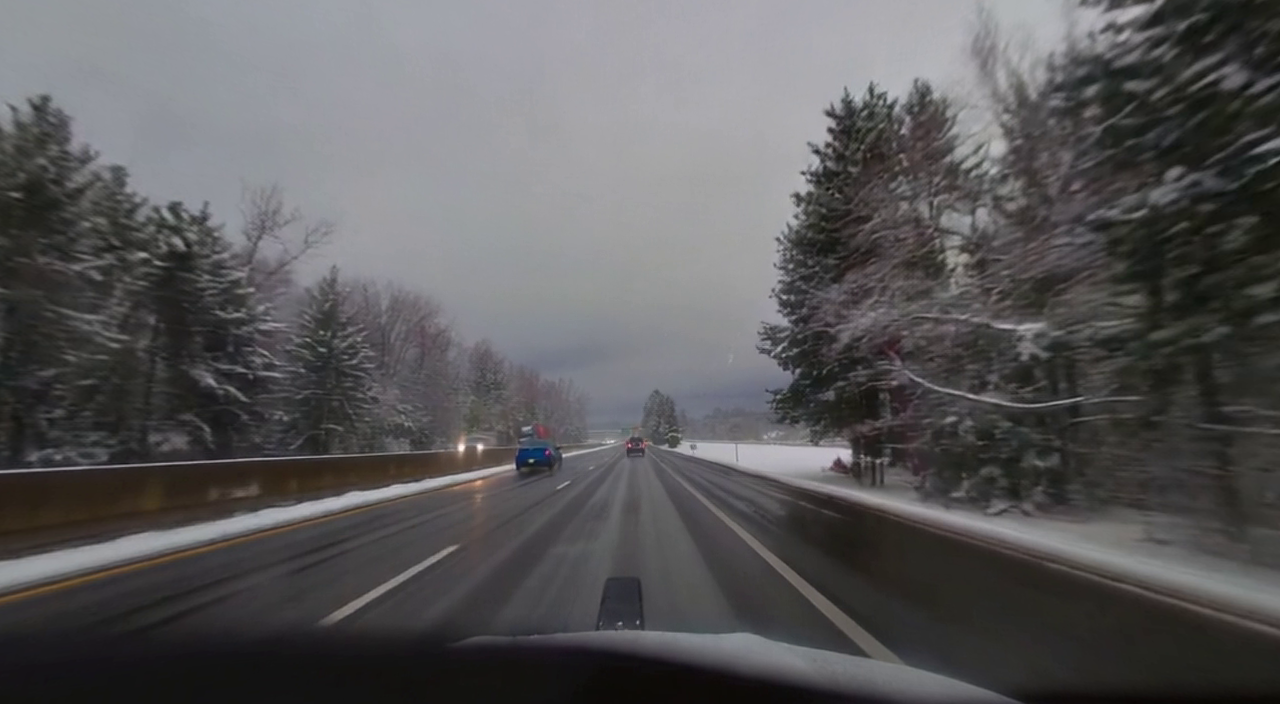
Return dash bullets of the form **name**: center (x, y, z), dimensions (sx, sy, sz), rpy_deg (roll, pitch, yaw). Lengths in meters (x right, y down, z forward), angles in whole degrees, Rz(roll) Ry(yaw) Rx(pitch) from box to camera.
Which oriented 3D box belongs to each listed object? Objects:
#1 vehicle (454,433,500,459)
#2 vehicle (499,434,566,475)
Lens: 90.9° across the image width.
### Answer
- **vehicle**: center (-12.254, 7.096, 47.599), dimensions (2.098, 1.796, 4.845), rpy_deg (0, -8, 1)
- **vehicle**: center (-4.370, 4.249, 26.289), dimensions (2.002, 1.553, 4.247), rpy_deg (0, -8, 0)
